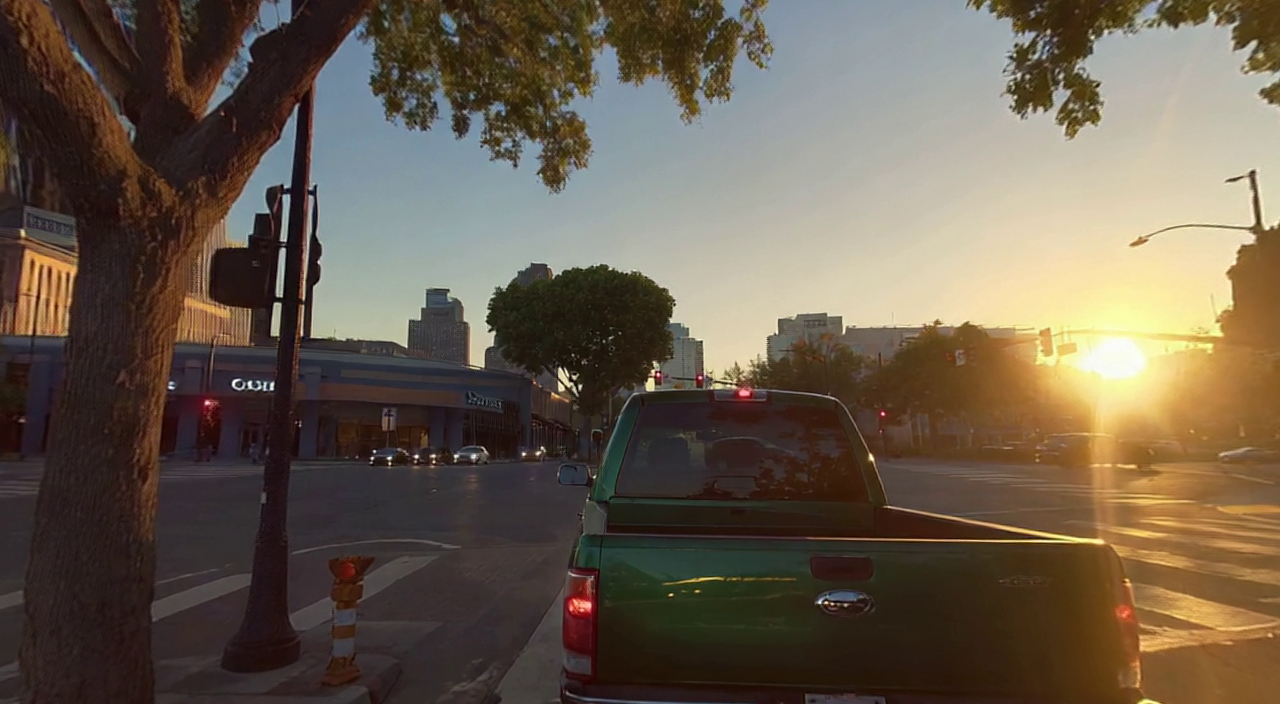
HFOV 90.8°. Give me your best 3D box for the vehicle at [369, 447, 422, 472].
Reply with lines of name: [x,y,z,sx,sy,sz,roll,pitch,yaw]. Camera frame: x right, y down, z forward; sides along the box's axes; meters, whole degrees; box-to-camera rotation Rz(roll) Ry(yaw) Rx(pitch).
vehicle: [-16.259,7.142,42.240,1.883,1.586,4.297,0,-9,0]

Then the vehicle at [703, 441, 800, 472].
vehicle: [5.620,5.266,31.921,4.457,1.464,1.879,-4,-9,24]

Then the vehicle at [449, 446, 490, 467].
vehicle: [-12.618,7.767,47.091,1.946,1.474,4.008,0,-9,0]

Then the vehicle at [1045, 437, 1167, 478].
vehicle: [23.810,5.335,32.271,5.667,1.927,2.289,4,-9,-23]
